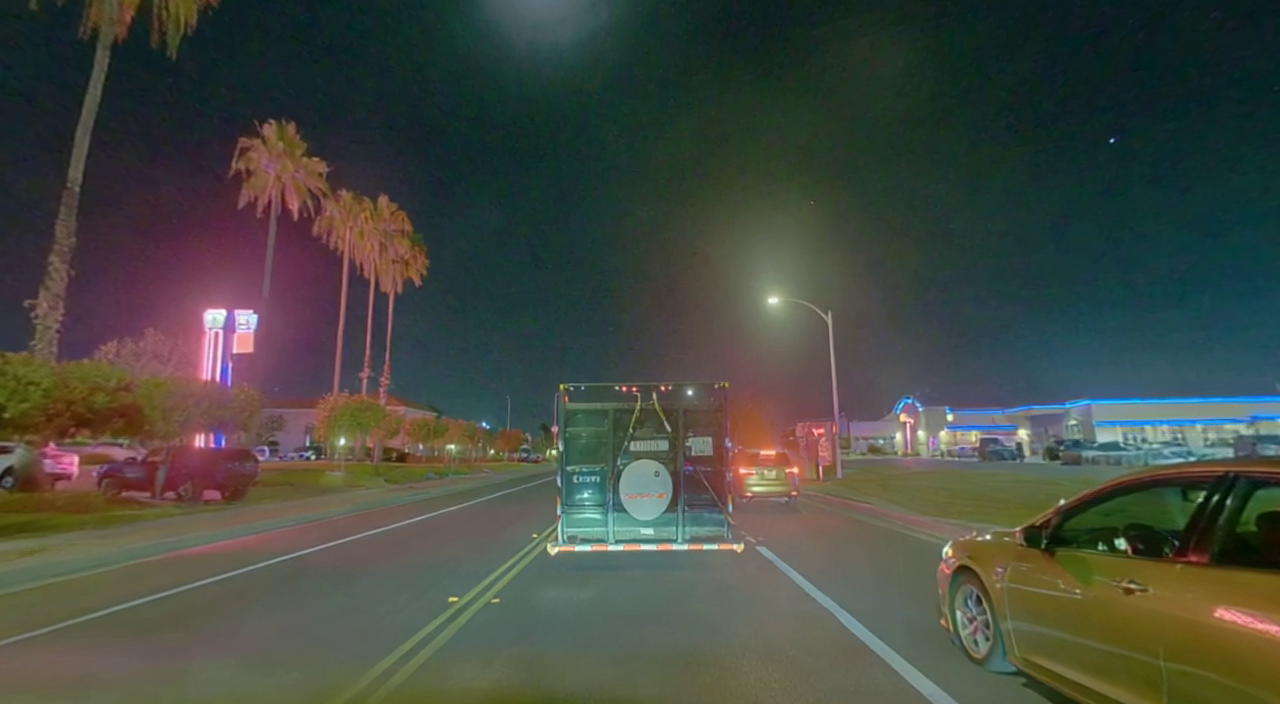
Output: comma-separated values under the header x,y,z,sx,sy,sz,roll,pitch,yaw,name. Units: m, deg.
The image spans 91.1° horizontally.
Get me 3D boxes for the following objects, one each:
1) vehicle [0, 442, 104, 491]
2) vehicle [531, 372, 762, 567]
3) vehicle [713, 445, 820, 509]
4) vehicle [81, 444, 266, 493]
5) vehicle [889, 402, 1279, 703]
x,y,z,sx,sy,sz,roll,pitch,yaw,name
-20.450,3.663,20.235,4.706,1.468,1.817,0,-9,2,vehicle
0.094,1.871,10.789,2.728,2.305,6.506,0,-8,0,vehicle
3.239,3.279,16.974,2.010,1.499,4.107,0,-8,-1,vehicle
-15.096,3.764,20.531,4.490,1.500,1.875,0,-9,-1,vehicle
3.094,0.995,2.456,2.171,1.520,4.853,0,-8,-1,vehicle
